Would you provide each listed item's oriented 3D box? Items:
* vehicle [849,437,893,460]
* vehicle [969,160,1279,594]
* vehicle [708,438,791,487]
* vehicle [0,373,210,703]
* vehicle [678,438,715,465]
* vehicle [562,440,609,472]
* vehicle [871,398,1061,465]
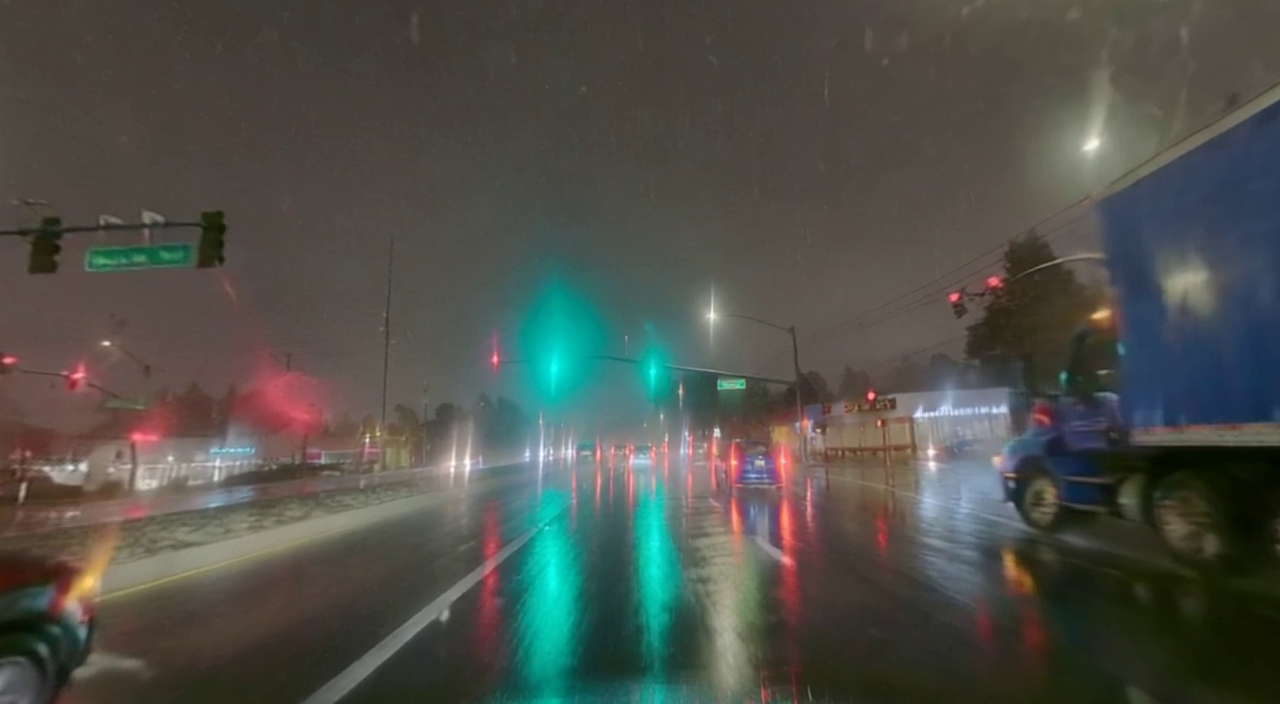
[{"bbox_3d":[14.446,5.998,39.227,1.920,1.346,4.247,-5,-9,27],"label":"vehicle"},{"bbox_3d":[7.129,0.309,6.096,3.159,3.716,8.959,0,-8,1],"label":"vehicle"},{"bbox_3d":[3.563,3.672,21.280,1.972,1.452,4.189,0,-8,-1],"label":"vehicle"},{"bbox_3d":[-3.187,0.638,0.688,2.024,1.529,4.741,0,-8,1],"label":"vehicle"},{"bbox_3d":[3.683,6.580,41.965,2.050,1.683,3.990,0,-8,0],"label":"vehicle"},{"bbox_3d":[-2.759,5.336,32.647,2.003,1.509,4.396,0,-8,1],"label":"vehicle"},{"bbox_3d":[16.831,4.235,33.136,8.201,3.281,2.759,-1,-8,7],"label":"vehicle"}]
